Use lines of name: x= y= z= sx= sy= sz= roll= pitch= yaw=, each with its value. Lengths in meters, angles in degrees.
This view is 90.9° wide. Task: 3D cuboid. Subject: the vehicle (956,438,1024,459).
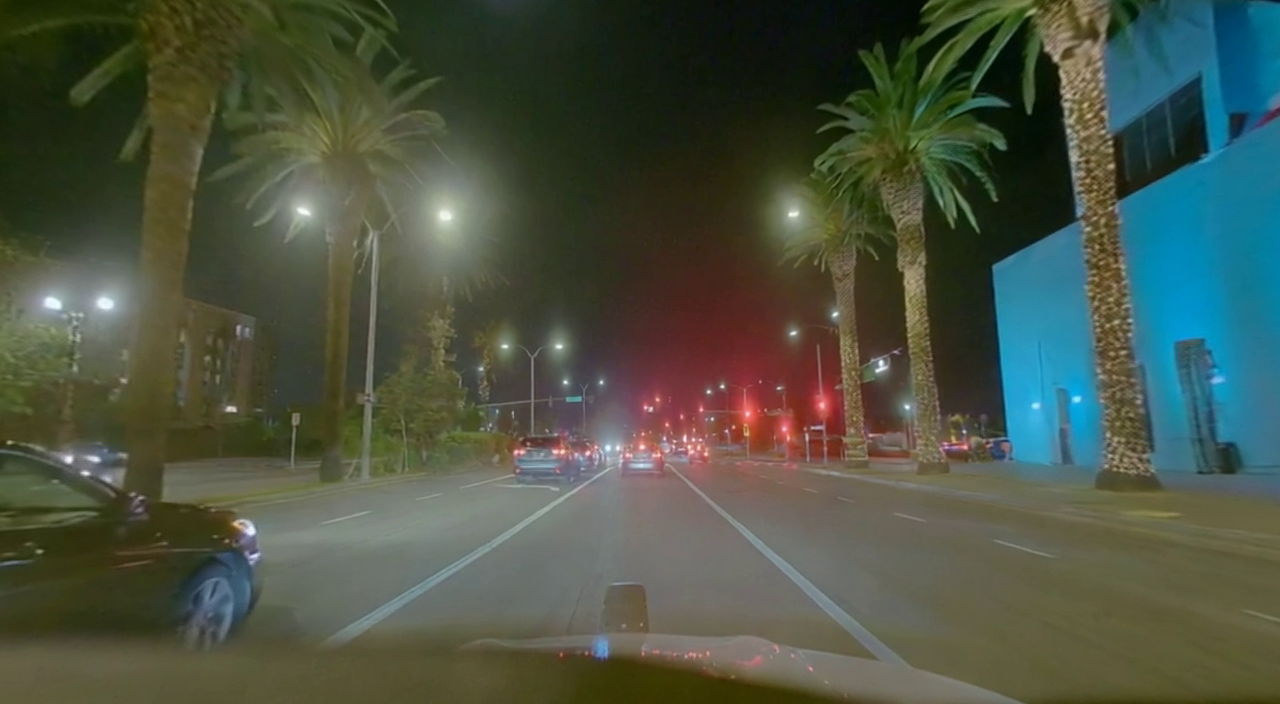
vehicle: x=25.685 y=7.092 z=46.346 sx=3.914 sy=1.427 sz=1.779 roll=-2 pitch=-8 yaw=1

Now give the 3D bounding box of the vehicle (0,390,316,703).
vehicle: x=-3.573 y=0.948 z=2.710 sx=1.875 sy=1.526 sz=4.542 roll=0 pitch=-9 yaw=1

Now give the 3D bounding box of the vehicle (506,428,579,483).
vehicle: x=-3.308 y=3.616 z=22.163 sx=1.914 sy=1.741 sz=4.398 roll=0 pitch=-9 yaw=-1

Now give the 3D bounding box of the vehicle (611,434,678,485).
vehicle: x=0.133 y=3.709 z=22.018 sx=2.114 sy=1.585 sz=4.285 roll=0 pitch=-9 yaw=0
